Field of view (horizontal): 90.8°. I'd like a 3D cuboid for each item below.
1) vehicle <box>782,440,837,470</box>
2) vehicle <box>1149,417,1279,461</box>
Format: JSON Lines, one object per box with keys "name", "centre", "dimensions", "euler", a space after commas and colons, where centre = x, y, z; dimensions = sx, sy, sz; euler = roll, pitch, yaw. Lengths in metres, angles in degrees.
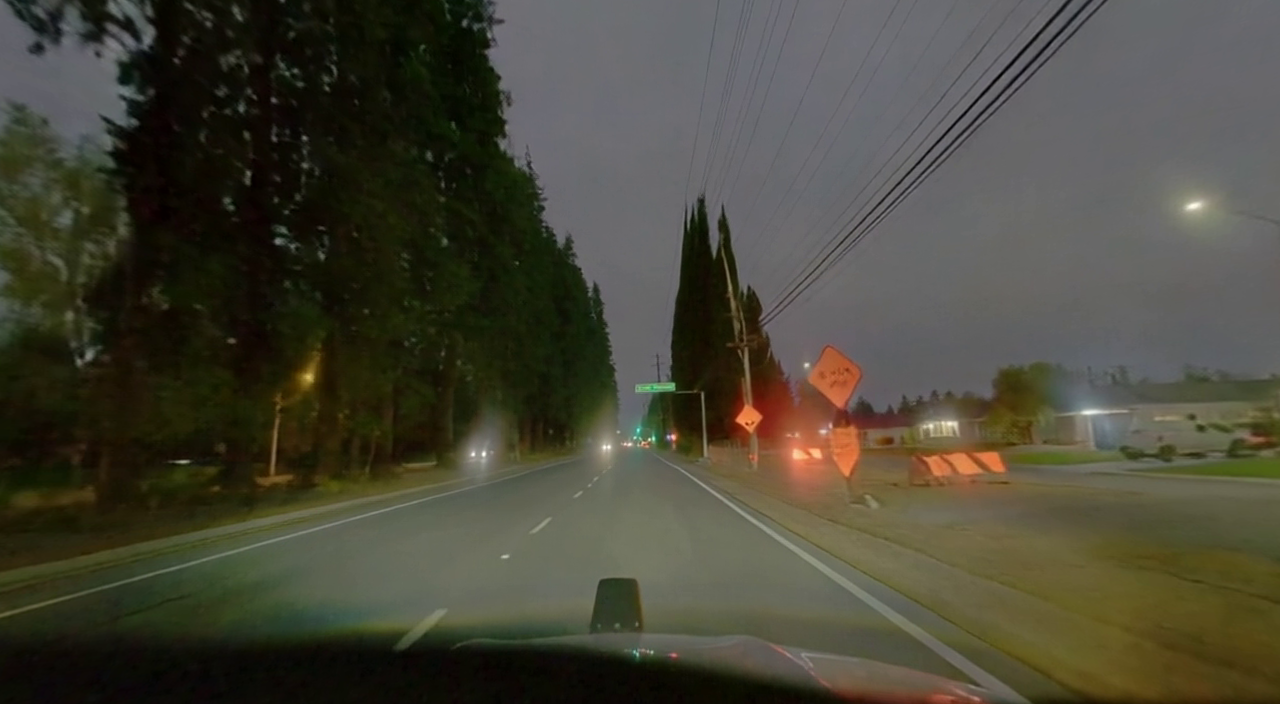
{"name": "vehicle", "centre": [8.593, 5.252, 32.350], "dimensions": [1.733, 1.449, 3.764], "euler": [0, -8, 0]}
{"name": "vehicle", "centre": [25.564, 3.809, 27.631], "dimensions": [4.601, 1.801, 2.122], "euler": [-1, -9, 2]}
